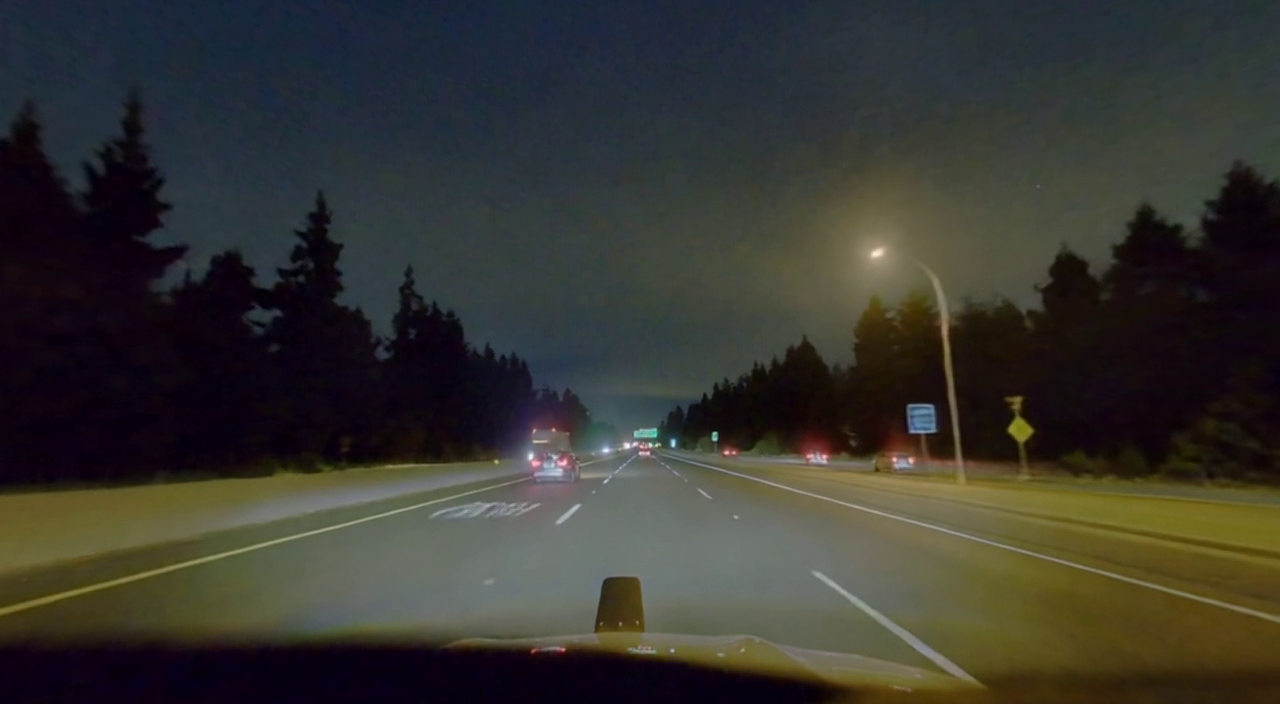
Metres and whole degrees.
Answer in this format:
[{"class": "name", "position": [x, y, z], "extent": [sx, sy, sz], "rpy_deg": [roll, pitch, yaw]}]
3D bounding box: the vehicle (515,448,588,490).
[{"class": "vehicle", "position": [-3.440, 4.640, 25.361], "extent": [2.162, 1.493, 4.583], "rpy_deg": [0, -9, 1]}]
